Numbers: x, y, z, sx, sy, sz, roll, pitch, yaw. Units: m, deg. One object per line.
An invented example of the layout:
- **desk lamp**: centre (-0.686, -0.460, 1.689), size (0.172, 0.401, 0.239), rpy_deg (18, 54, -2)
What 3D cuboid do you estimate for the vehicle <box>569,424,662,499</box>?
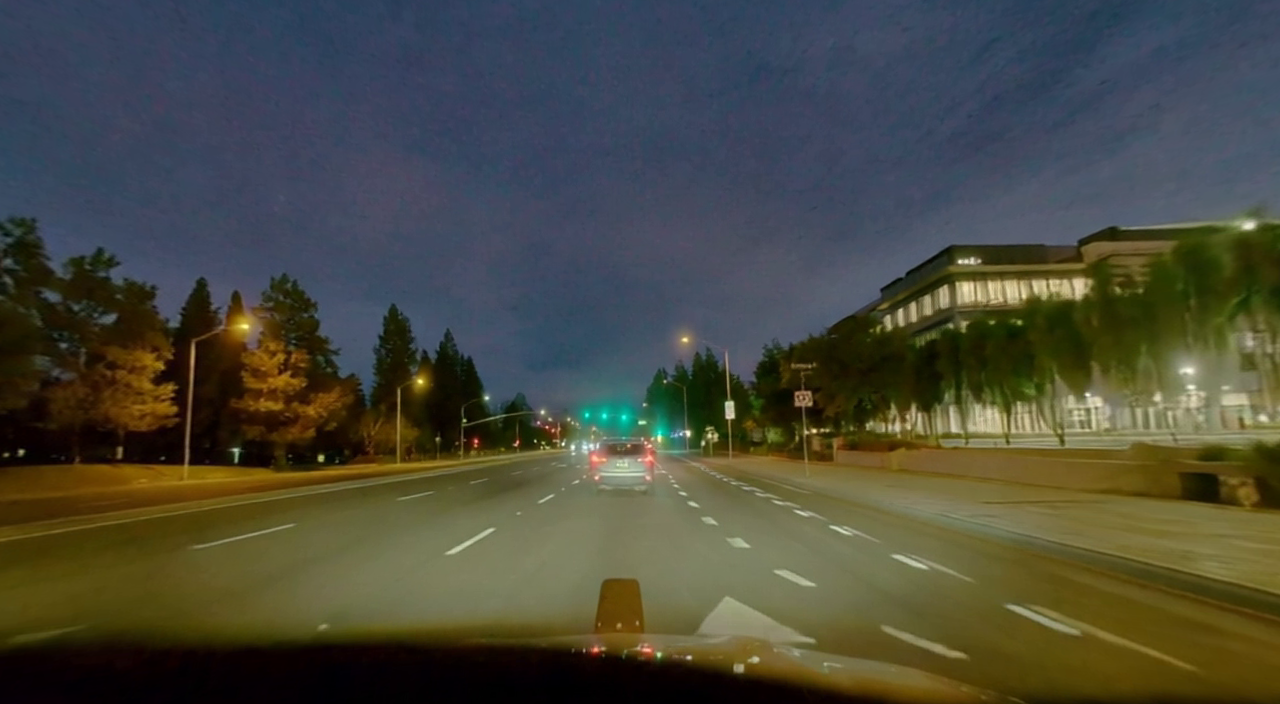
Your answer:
- **vehicle**: centre (-0.553, 2.816, 16.630), size (2.130, 1.711, 4.038), rpy_deg (0, -8, 0)
